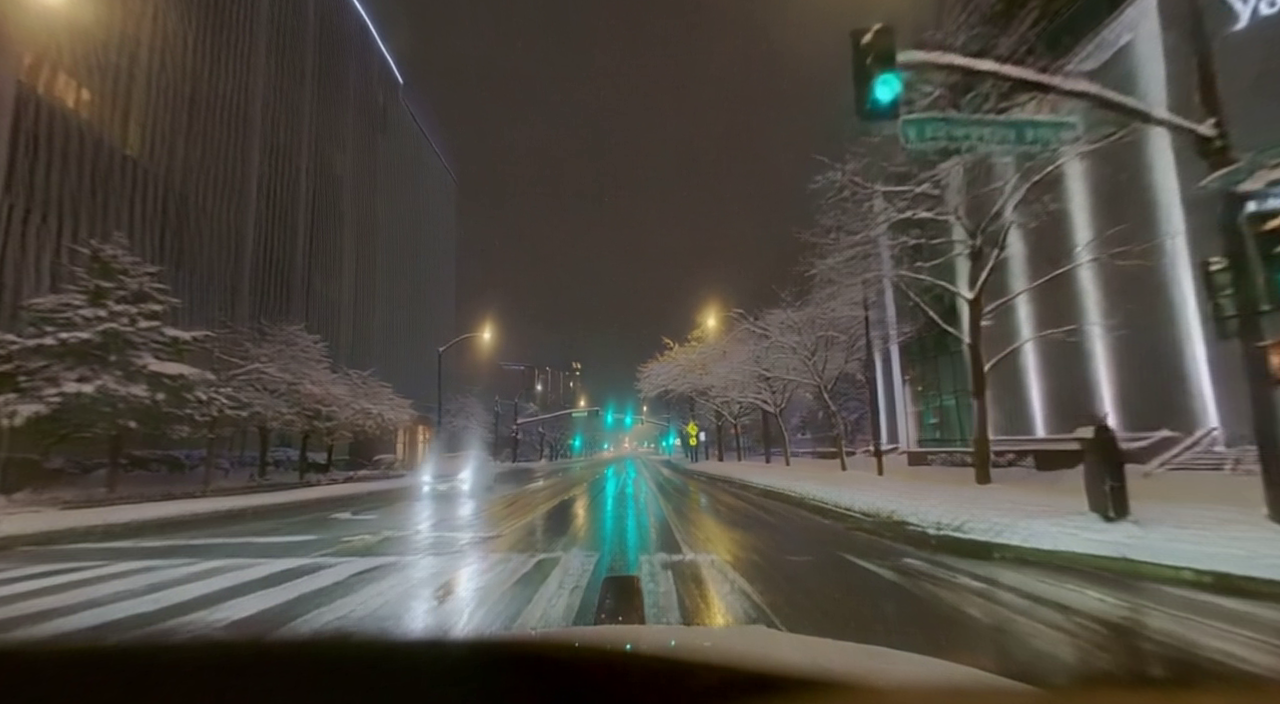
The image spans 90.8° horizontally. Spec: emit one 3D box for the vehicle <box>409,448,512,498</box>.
[{"bbox_3d":[-6.250,4.255,22.666,2.037,1.563,4.754,-1,-8,4],"label":"vehicle"}]
